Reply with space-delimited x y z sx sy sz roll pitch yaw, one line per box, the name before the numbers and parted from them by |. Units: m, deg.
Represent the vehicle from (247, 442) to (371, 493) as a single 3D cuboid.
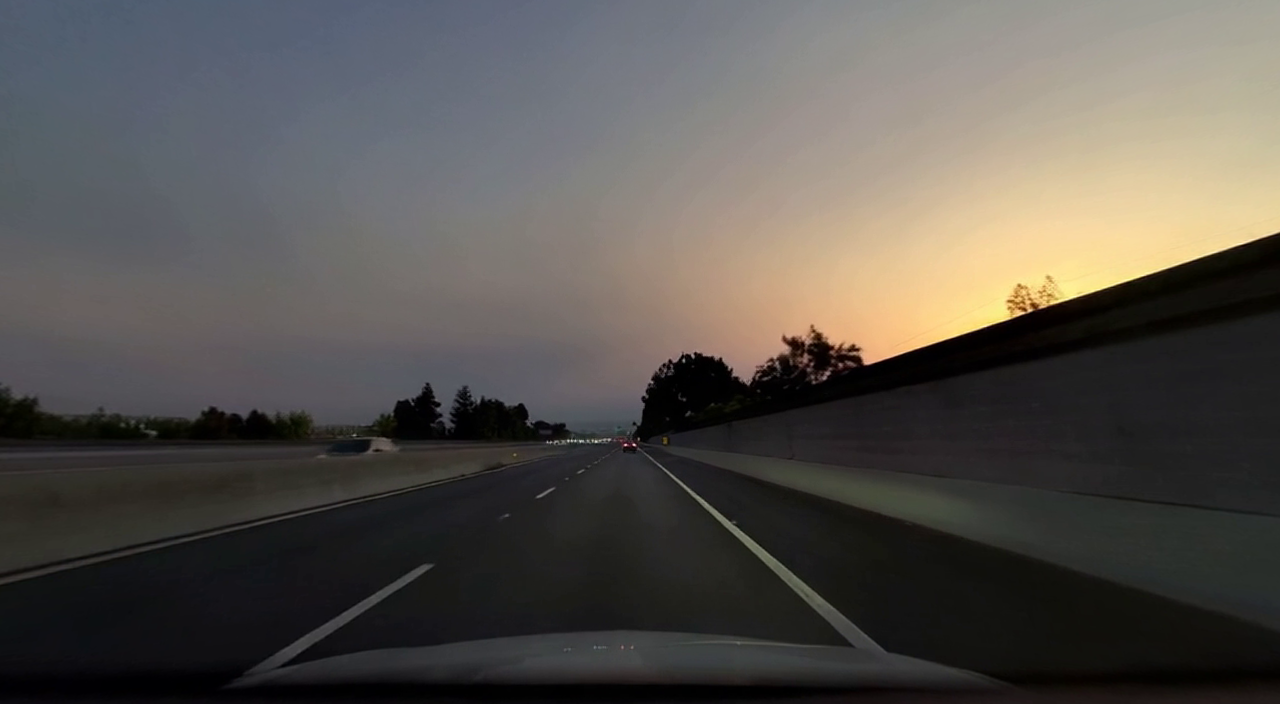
vehicle | -10.631 3.690 20.577 1.837 1.448 4.088 0 -8 0
